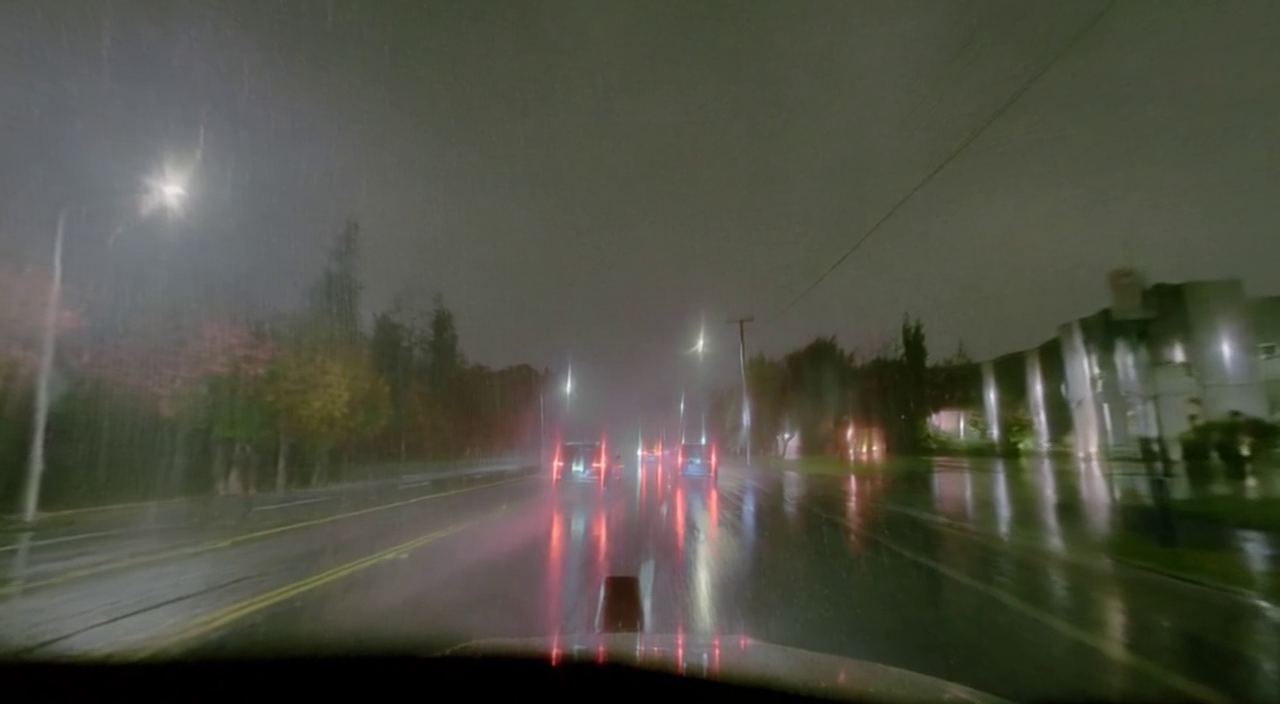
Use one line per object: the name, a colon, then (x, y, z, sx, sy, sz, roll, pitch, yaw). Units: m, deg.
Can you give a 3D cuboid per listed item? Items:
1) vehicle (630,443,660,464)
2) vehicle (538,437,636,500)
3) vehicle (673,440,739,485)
vehicle: (0.428, 7.642, 47.611, 2.114, 1.500, 3.912, 0, -8, 3)
vehicle: (-1.283, 3.111, 17.281, 2.030, 1.467, 4.403, -1, -8, 4)
vehicle: (2.238, 3.869, 22.401, 2.065, 1.456, 4.099, 0, -8, 2)
